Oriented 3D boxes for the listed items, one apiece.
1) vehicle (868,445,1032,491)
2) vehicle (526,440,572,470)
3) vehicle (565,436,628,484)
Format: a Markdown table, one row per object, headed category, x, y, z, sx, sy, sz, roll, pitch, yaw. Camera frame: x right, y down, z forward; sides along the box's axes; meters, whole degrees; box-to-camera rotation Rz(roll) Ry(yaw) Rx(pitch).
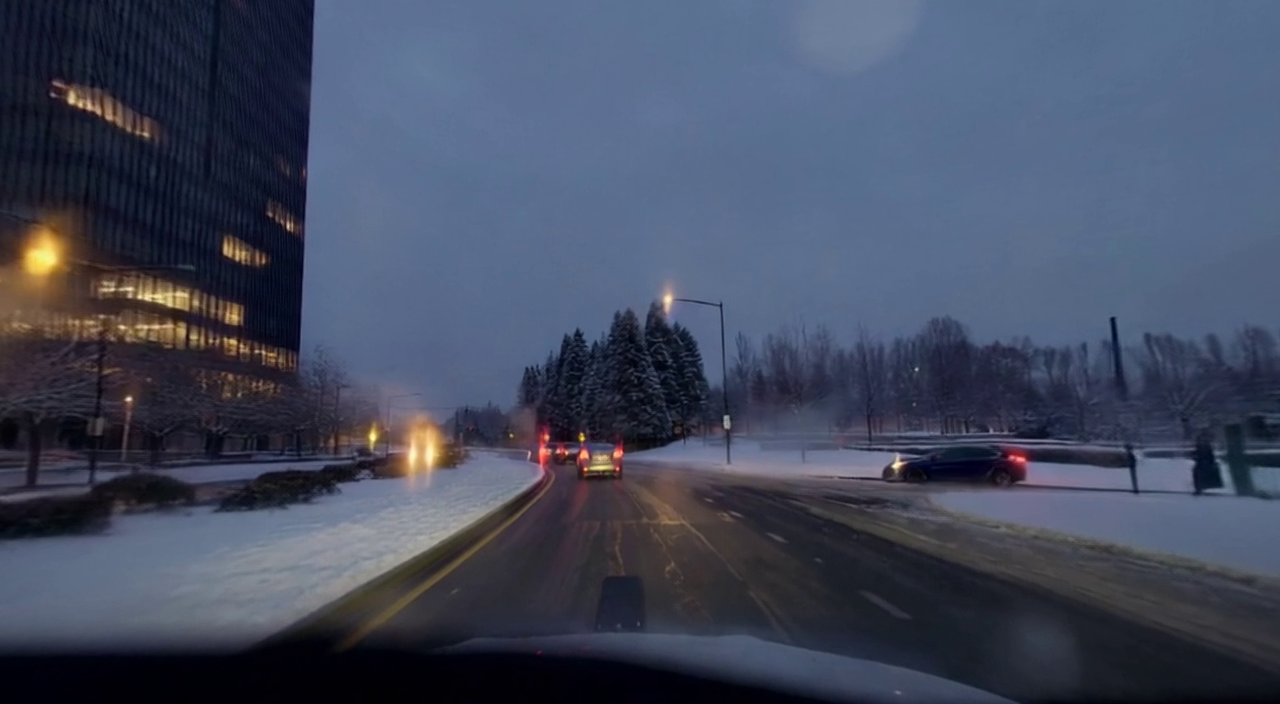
| category | x | y | z | sx | sy | sz | roll | pitch | yaw |
| --- | --- | --- | --- | --- | --- | --- | --- | --- | --- |
| vehicle | 10.726 | 4.035 | 22.117 | 4.645 | 1.505 | 2.100 | -1 | -9 | 6 |
| vehicle | -5.672 | 6.321 | 38.917 | 2.121 | 1.728 | 4.161 | 3 | -9 | -17 |
| vehicle | -1.679 | 4.128 | 24.353 | 2.183 | 1.675 | 4.319 | 1 | -8 | -4 |
